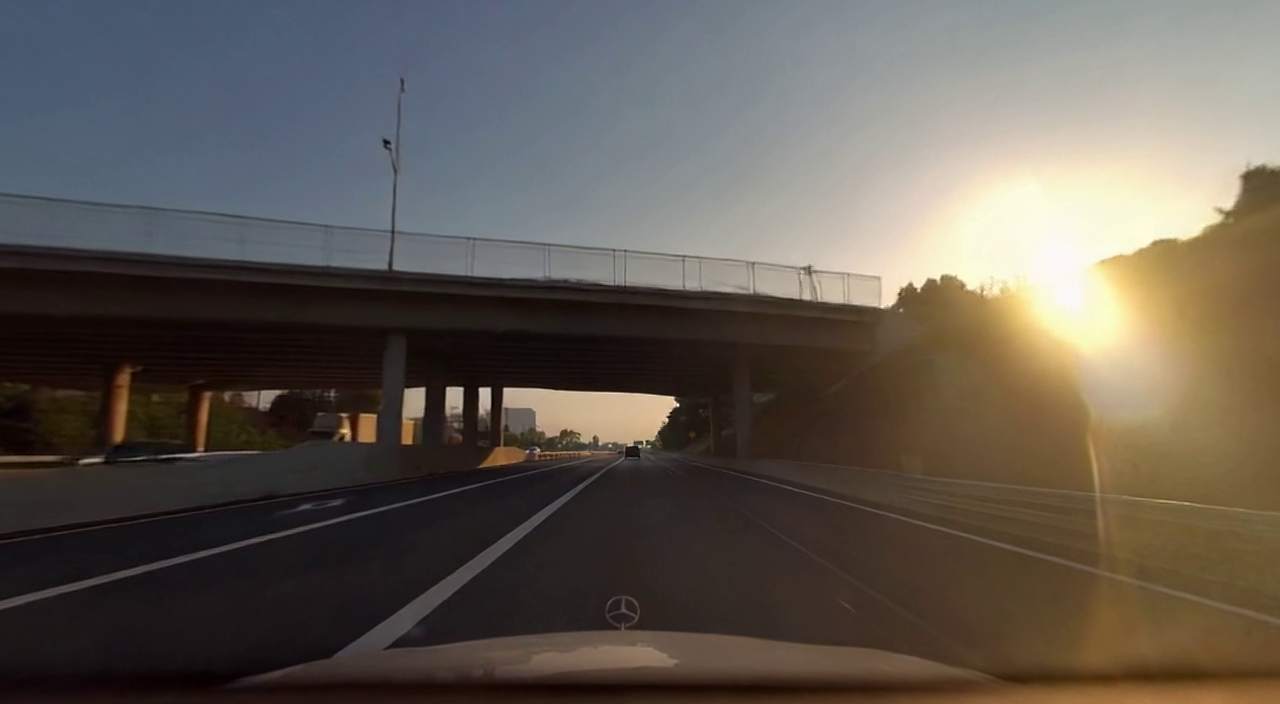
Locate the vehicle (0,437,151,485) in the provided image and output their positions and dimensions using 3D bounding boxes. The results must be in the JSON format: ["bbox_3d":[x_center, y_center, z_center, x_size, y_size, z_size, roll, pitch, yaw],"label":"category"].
[{"bbox_3d":[-21.036,4.069,23.746,1.846,1.601,4.183,-1,-9,1],"label":"vehicle"}]
